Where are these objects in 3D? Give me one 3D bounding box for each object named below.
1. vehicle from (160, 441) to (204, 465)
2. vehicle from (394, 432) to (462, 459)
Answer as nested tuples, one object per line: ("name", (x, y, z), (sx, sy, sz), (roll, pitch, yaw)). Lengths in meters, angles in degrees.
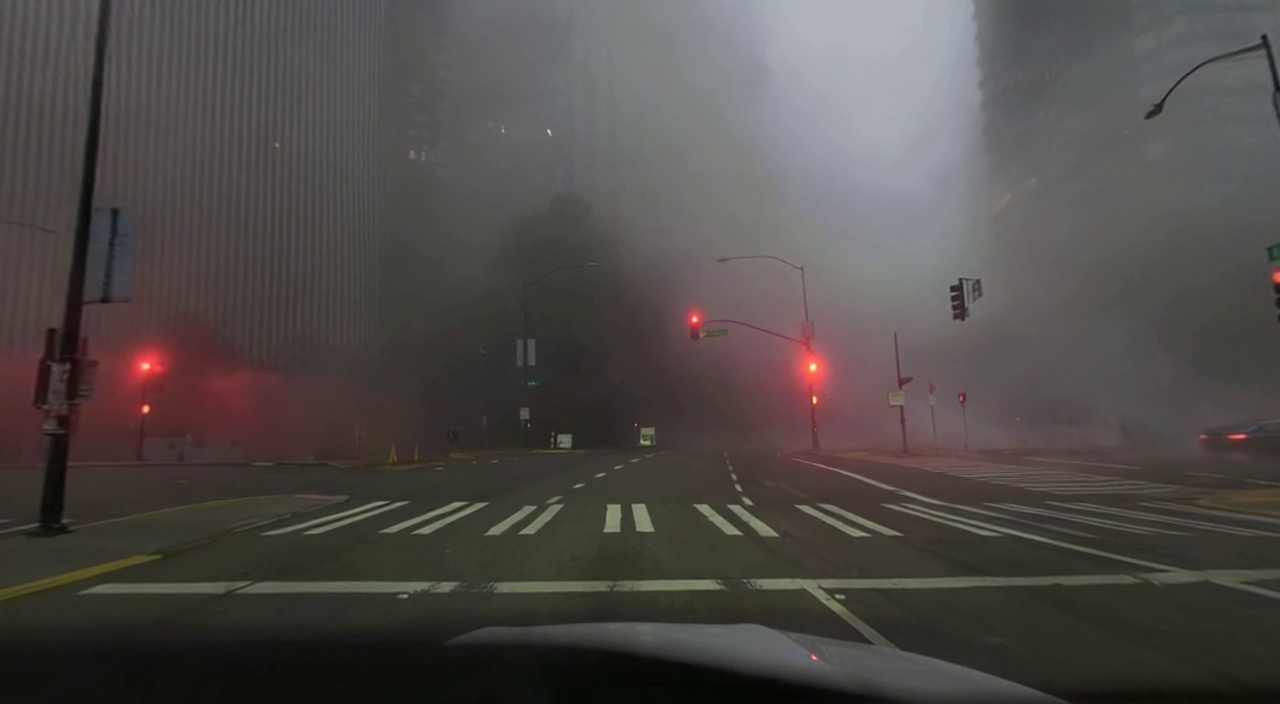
("vehicle", (-35.255, 7.768, 48.758), (2.084, 1.750, 4.426), (4, -10, -28))
("vehicle", (-12.543, 5.586, 37.686), (1.964, 1.476, 4.593), (-2, -9, 8))
